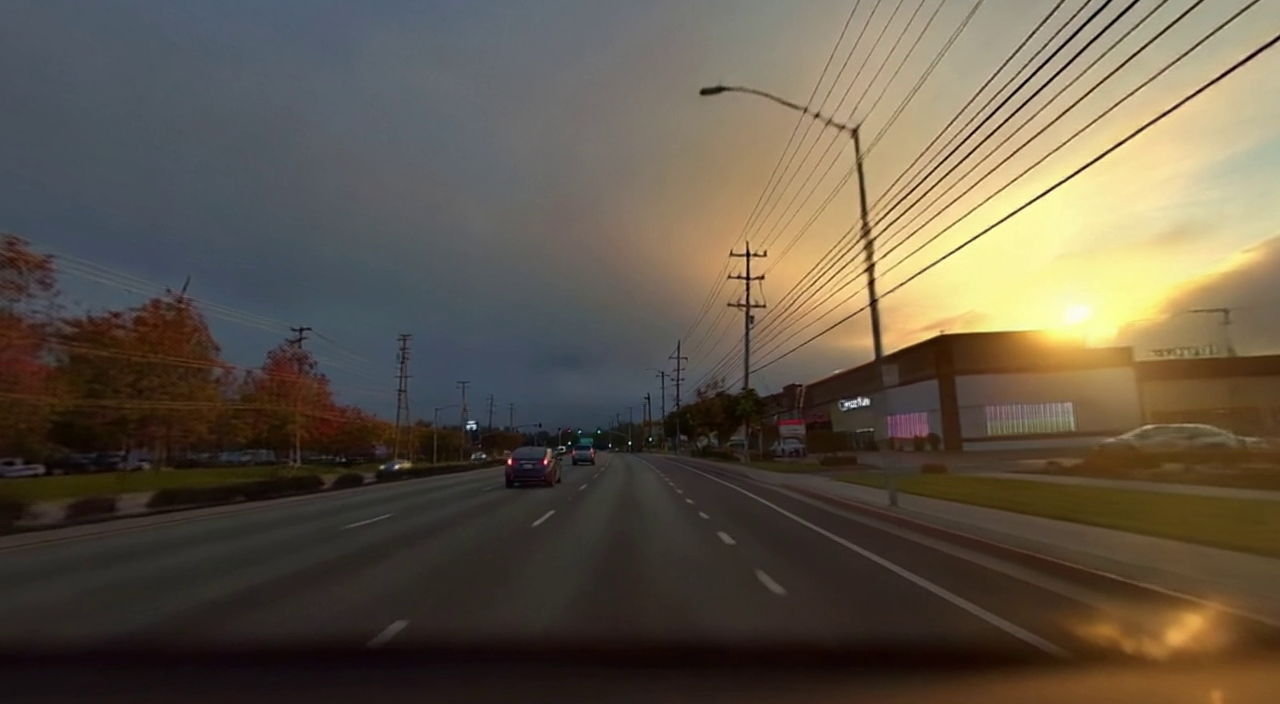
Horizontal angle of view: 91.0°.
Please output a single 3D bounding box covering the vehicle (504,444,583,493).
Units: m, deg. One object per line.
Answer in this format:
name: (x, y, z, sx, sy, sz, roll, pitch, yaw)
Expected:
vehicle: (-3.129, 3.876, 21.389, 1.942, 1.469, 4.426, 0, -9, 0)
